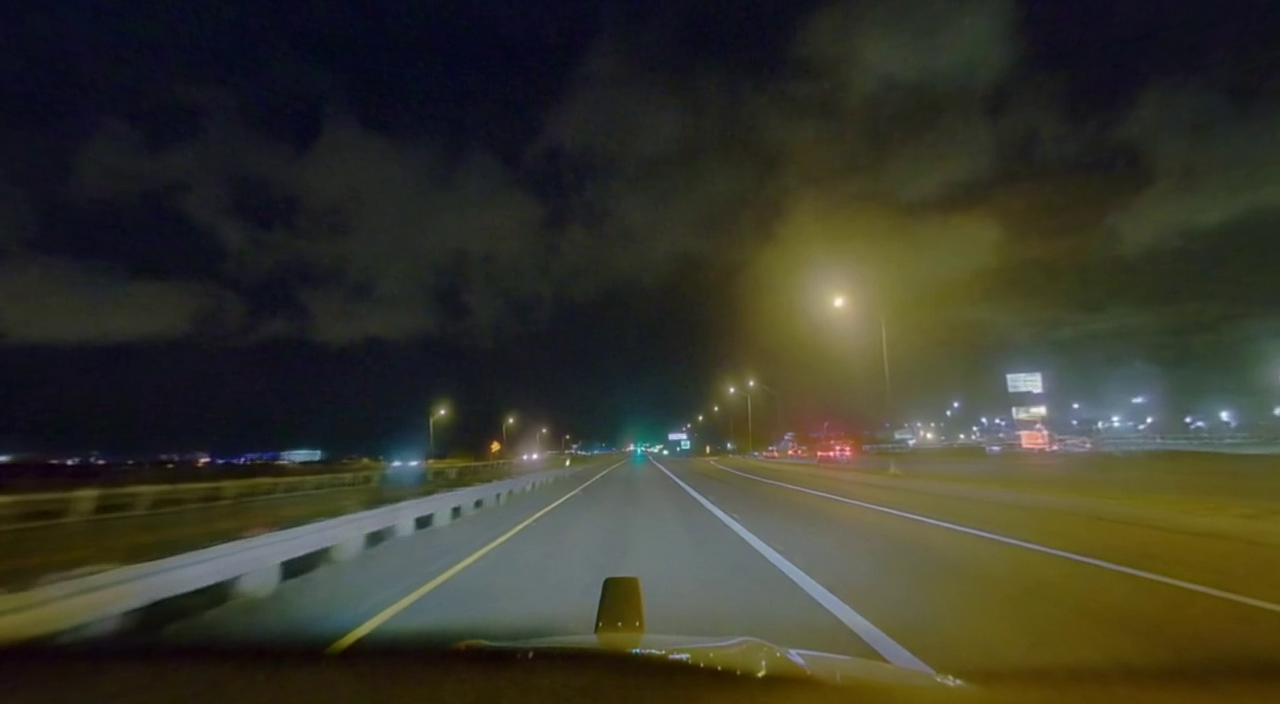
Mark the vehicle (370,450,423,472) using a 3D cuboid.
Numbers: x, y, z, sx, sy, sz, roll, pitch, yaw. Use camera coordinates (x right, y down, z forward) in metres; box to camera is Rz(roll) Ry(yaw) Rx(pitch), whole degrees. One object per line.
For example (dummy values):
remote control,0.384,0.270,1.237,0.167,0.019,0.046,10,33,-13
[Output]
vehicle,-17.909,8.025,46.518,1.986,1.496,4.738,0,-9,0
